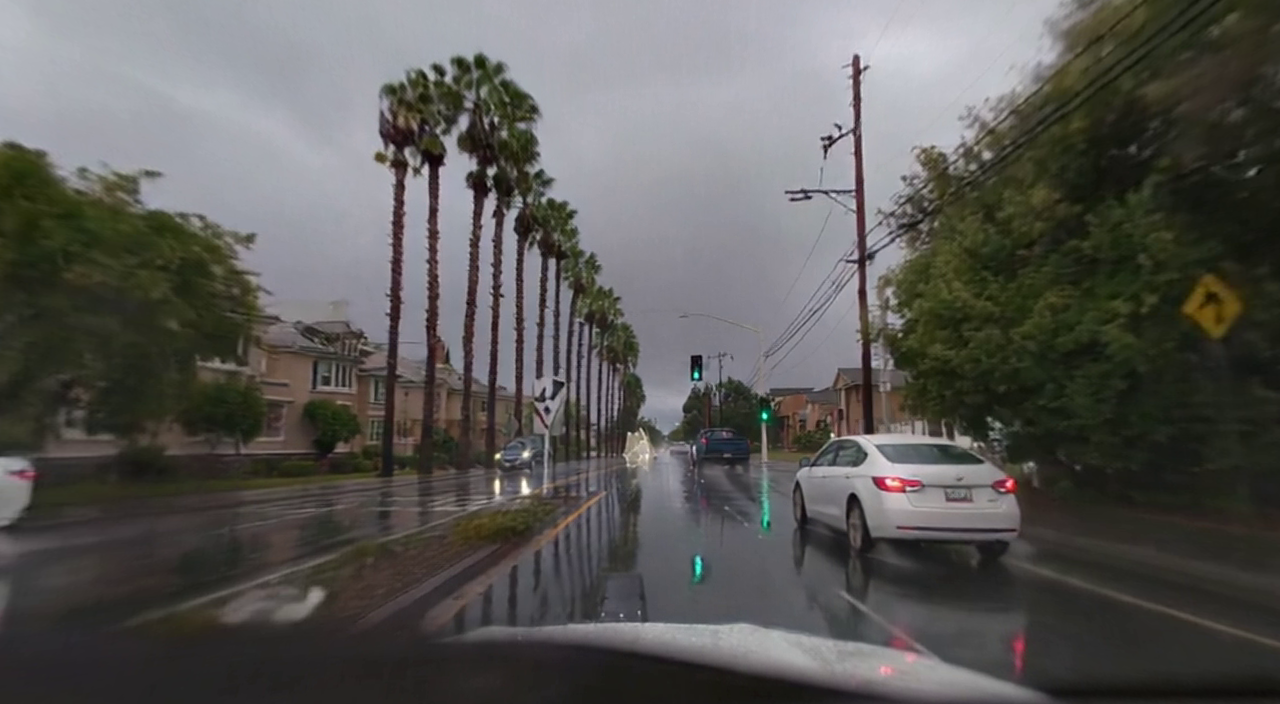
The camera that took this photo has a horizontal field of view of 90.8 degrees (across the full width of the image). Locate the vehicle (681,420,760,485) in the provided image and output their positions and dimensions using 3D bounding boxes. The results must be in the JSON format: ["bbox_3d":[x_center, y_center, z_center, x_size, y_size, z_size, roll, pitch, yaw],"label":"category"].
[{"bbox_3d":[2.660,3.486,22.030,2.109,2.002,4.424,0,-9,-1],"label":"vehicle"}]

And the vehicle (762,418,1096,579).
[{"bbox_3d":[3.315,1.787,8.543,2.096,1.552,4.519,0,-9,-4],"label":"vehicle"}]

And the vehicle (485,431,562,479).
[{"bbox_3d":[-5.213,4.655,28.942,2.069,1.820,4.388,-4,-6,9],"label":"vehicle"}]
